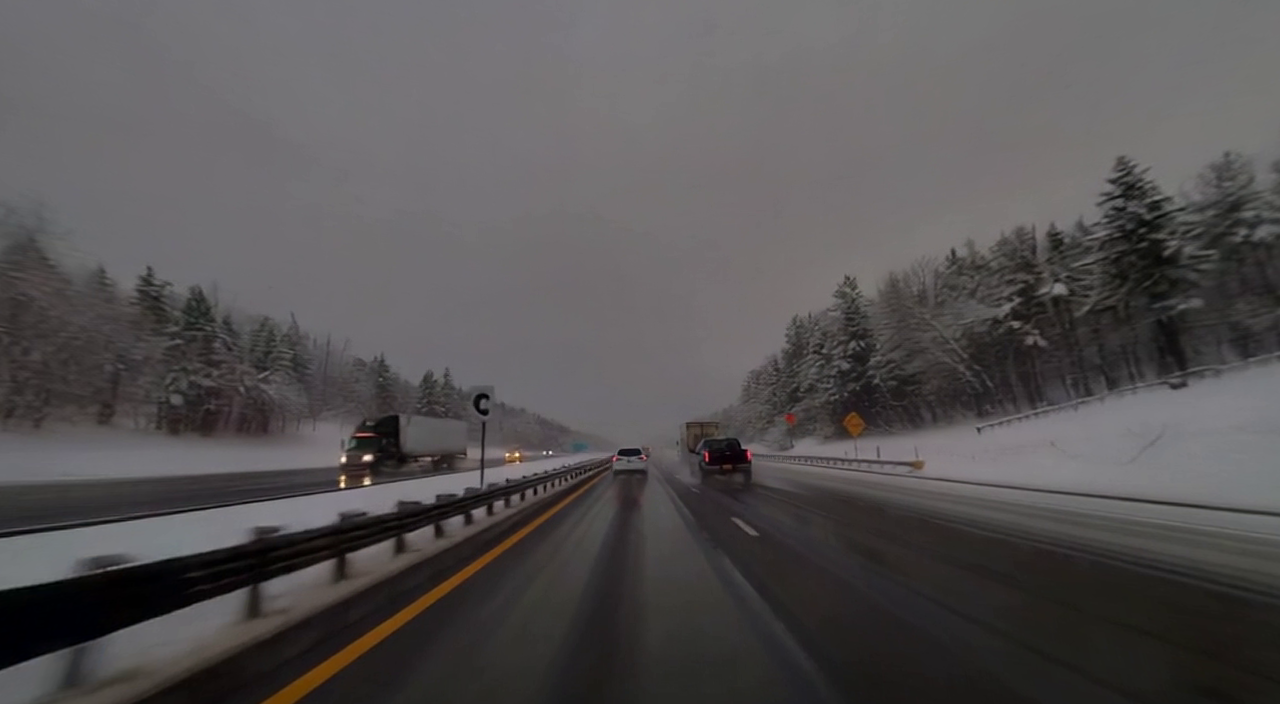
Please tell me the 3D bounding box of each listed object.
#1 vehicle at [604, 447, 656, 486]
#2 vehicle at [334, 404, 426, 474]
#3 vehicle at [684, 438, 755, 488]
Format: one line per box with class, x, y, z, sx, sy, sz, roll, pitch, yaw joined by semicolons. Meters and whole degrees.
vehicle;-0.402;4.569;25.442;1.970;1.441;3.846;0;-9;-1
vehicle;-15.869;5.412;38.963;2.979;3.999;5.923;0;-9;1
vehicle;2.901;4.173;23.951;2.048;1.704;4.284;0;-9;-1
